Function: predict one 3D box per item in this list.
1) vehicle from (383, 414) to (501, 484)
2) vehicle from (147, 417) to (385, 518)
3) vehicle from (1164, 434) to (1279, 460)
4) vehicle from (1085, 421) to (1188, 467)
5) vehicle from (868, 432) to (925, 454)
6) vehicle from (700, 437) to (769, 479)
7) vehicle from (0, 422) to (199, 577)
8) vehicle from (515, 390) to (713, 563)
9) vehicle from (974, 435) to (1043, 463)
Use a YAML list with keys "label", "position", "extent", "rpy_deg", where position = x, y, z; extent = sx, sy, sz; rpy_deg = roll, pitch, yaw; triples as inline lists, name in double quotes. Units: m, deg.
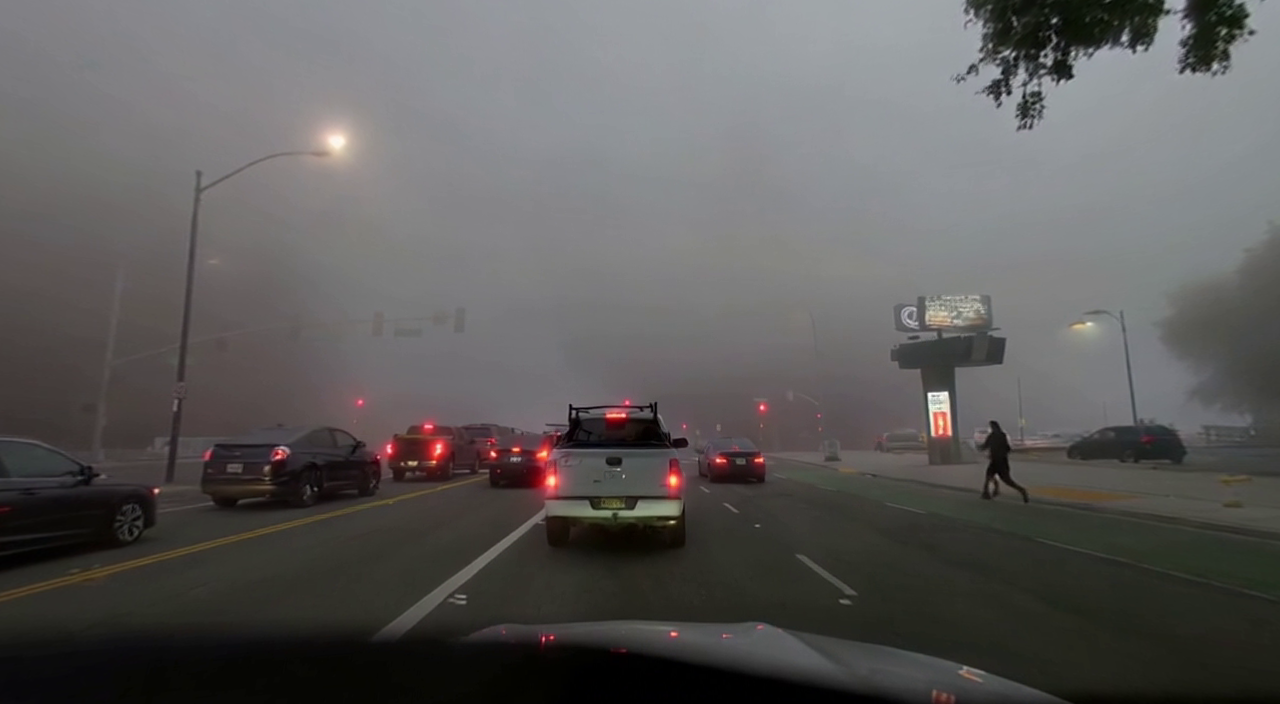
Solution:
- label: "vehicle"
  position: [-6.436, 3.237, 21.178]
  extent: [2.496, 2.112, 4.351]
  rpy_deg: [0, -8, 1]
- label: "vehicle"
  position: [-7.130, 2.253, 12.749]
  extent: [1.941, 1.655, 4.503]
  rpy_deg: [0, -8, 1]
- label: "vehicle"
  position: [29.679, 4.847, 32.204]
  extent: [4.176, 1.313, 1.719]
  rpy_deg: [0, -8, 2]
- label: "vehicle"
  position: [19.346, 3.582, 24.505]
  extent: [4.156, 1.622, 1.924]
  rpy_deg: [6, -10, -35]
- label: "vehicle"
  position: [20.215, 7.163, 49.570]
  extent: [4.361, 1.653, 2.034]
  rpy_deg: [6, -10, -35]
- label: "vehicle"
  position: [3.488, 4.000, 24.064]
  extent: [2.023, 1.441, 4.240]
  rpy_deg: [0, -8, 1]
- label: "vehicle"
  position: [-6.958, 1.455, 6.385]
  extent: [1.831, 1.451, 4.382]
  rpy_deg: [0, -8, -1]
- label: "vehicle"
  position: [-0.272, 1.621, 8.843]
  extent: [2.064, 1.817, 4.298]
  rpy_deg: [0, -8, 0]
- label: "vehicle"
  position: [20.194, 5.304, 34.512]
  extent: [3.836, 1.443, 1.694]
  rpy_deg: [6, -10, -34]
